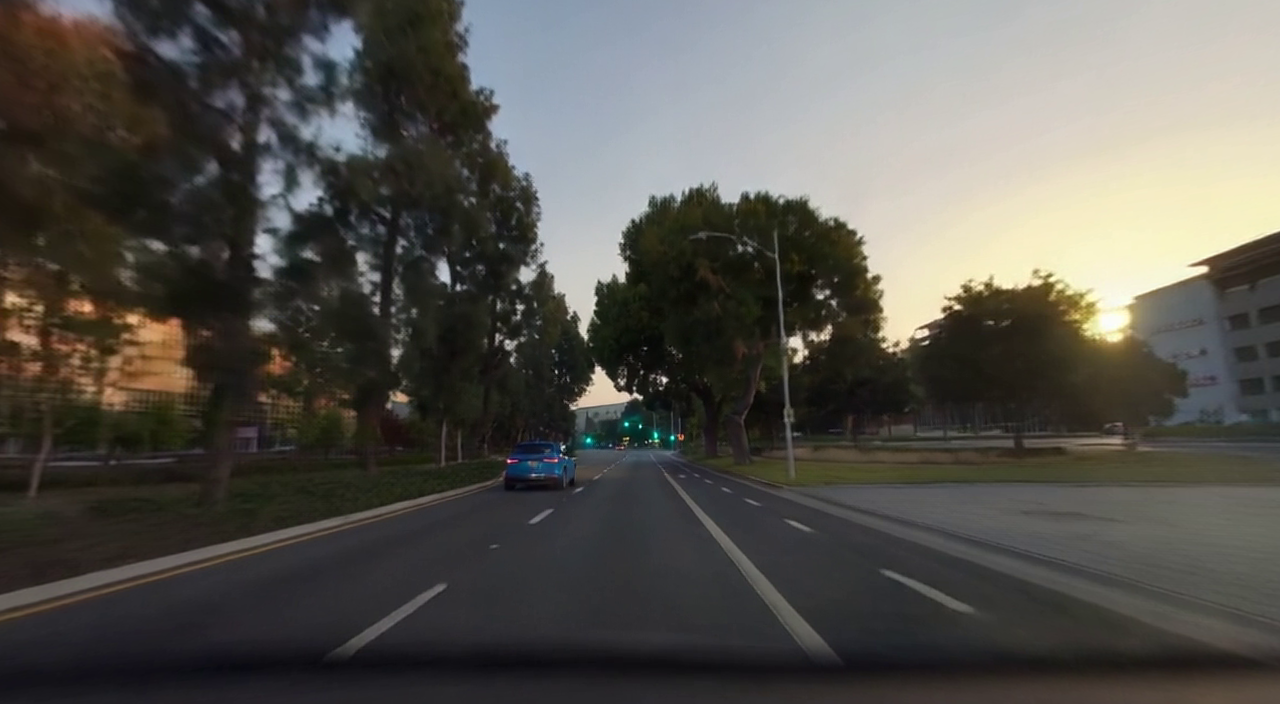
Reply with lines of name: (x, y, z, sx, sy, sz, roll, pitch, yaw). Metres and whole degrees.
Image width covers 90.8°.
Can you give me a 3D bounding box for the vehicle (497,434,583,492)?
vehicle: (-3.217, 3.660, 21.232, 2.121, 1.724, 4.392, 0, -9, 1)
